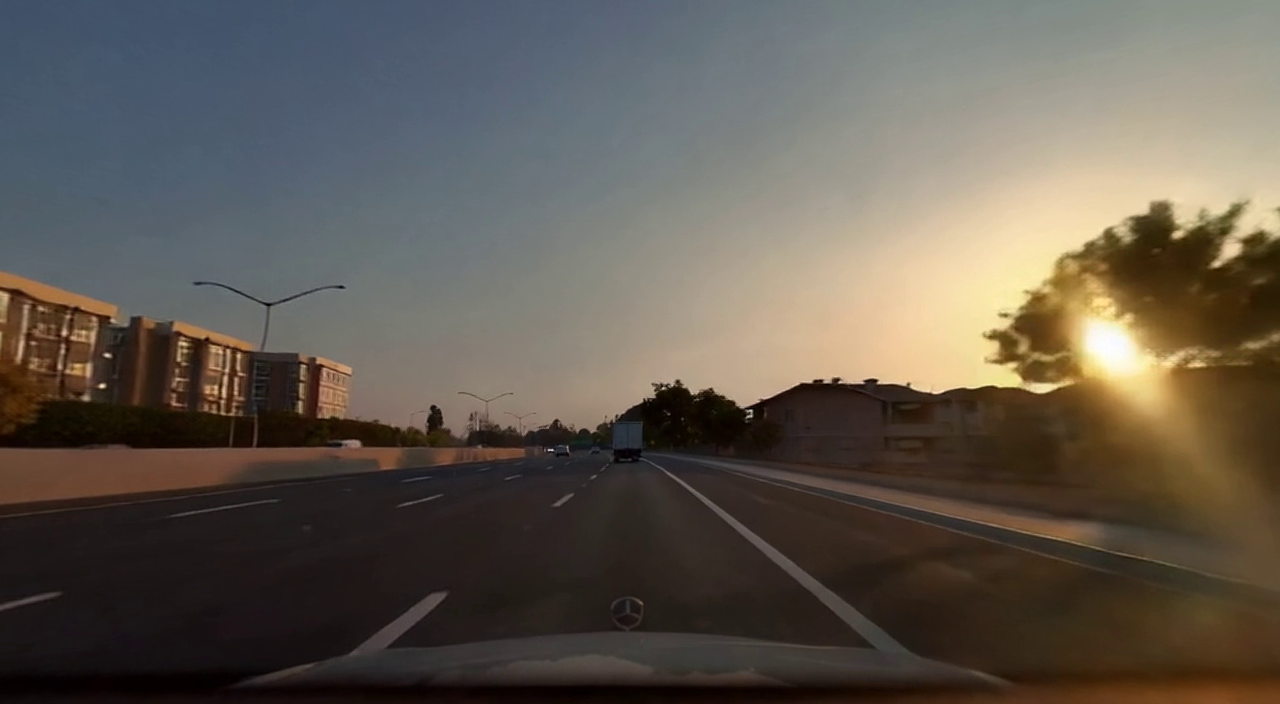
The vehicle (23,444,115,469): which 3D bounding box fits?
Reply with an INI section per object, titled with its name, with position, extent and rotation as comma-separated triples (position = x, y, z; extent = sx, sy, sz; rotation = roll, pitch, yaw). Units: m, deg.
[vehicle]
position = -36.833, 6.727, 40.833
extent = 1.788, 1.473, 4.505
rotation = 0, -8, -1
